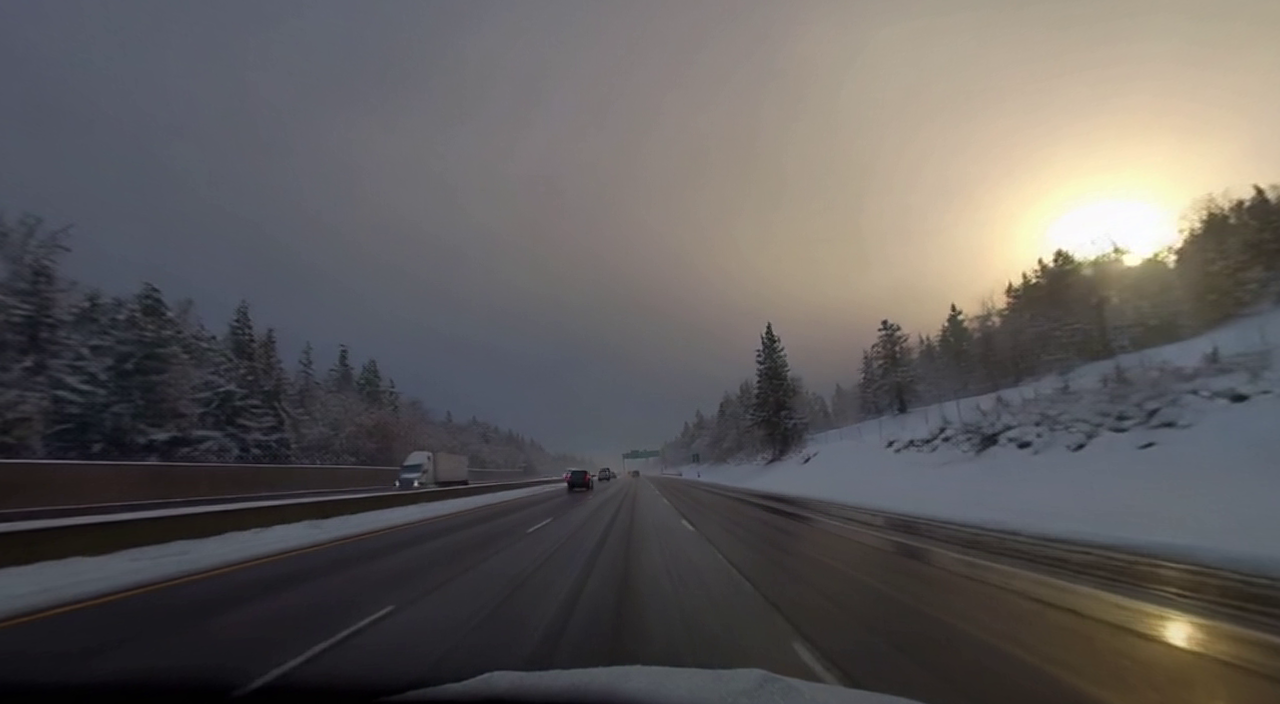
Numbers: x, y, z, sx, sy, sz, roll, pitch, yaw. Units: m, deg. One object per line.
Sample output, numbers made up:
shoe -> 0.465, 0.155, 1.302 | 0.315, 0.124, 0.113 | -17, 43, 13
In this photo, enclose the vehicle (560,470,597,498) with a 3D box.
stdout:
vehicle -> -3.558, 7.765, 37.225 | 1.863, 1.486, 3.852 | 1, -11, -1
